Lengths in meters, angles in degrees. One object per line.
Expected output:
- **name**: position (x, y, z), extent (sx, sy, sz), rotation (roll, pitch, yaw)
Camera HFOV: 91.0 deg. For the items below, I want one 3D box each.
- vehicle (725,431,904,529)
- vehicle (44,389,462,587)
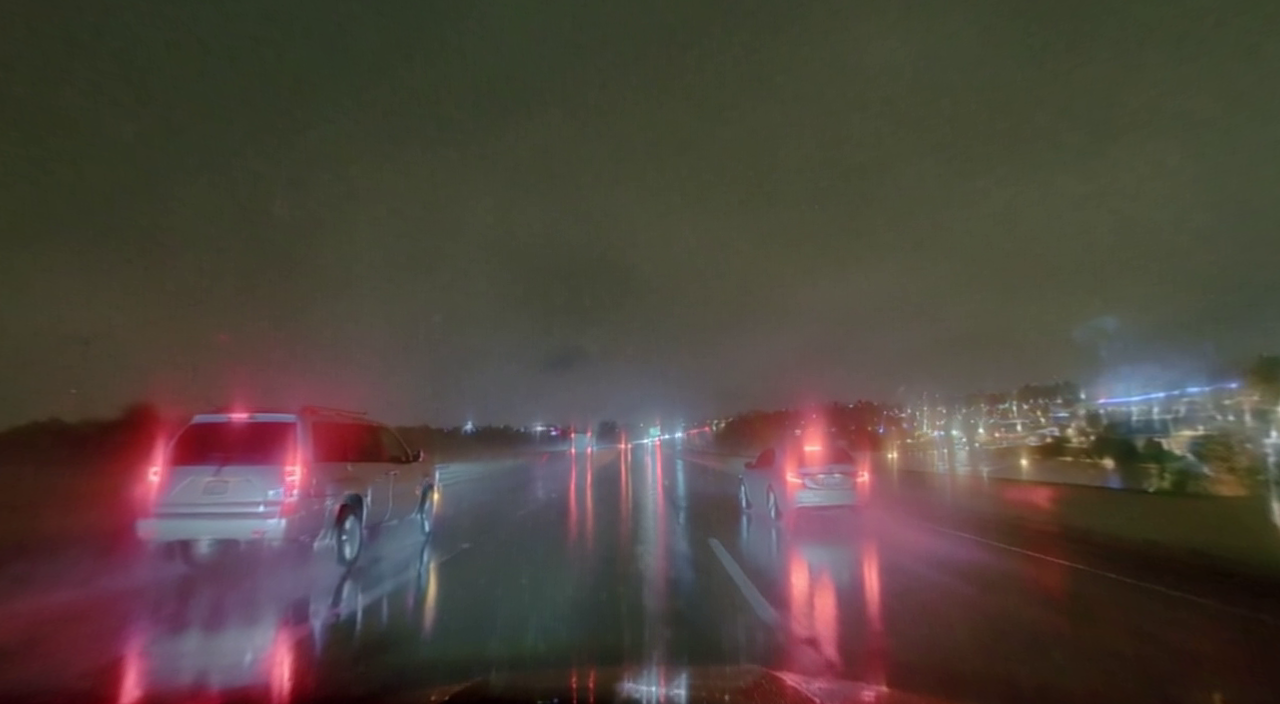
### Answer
- **vehicle**: position (3.084, 2.397, 12.427), extent (2.047, 1.532, 4.884), rotation (1, -9, -1)
- **vehicle**: position (-4.463, 1.706, 8.814), extent (2.285, 1.853, 5.564), rotation (0, -9, 0)
